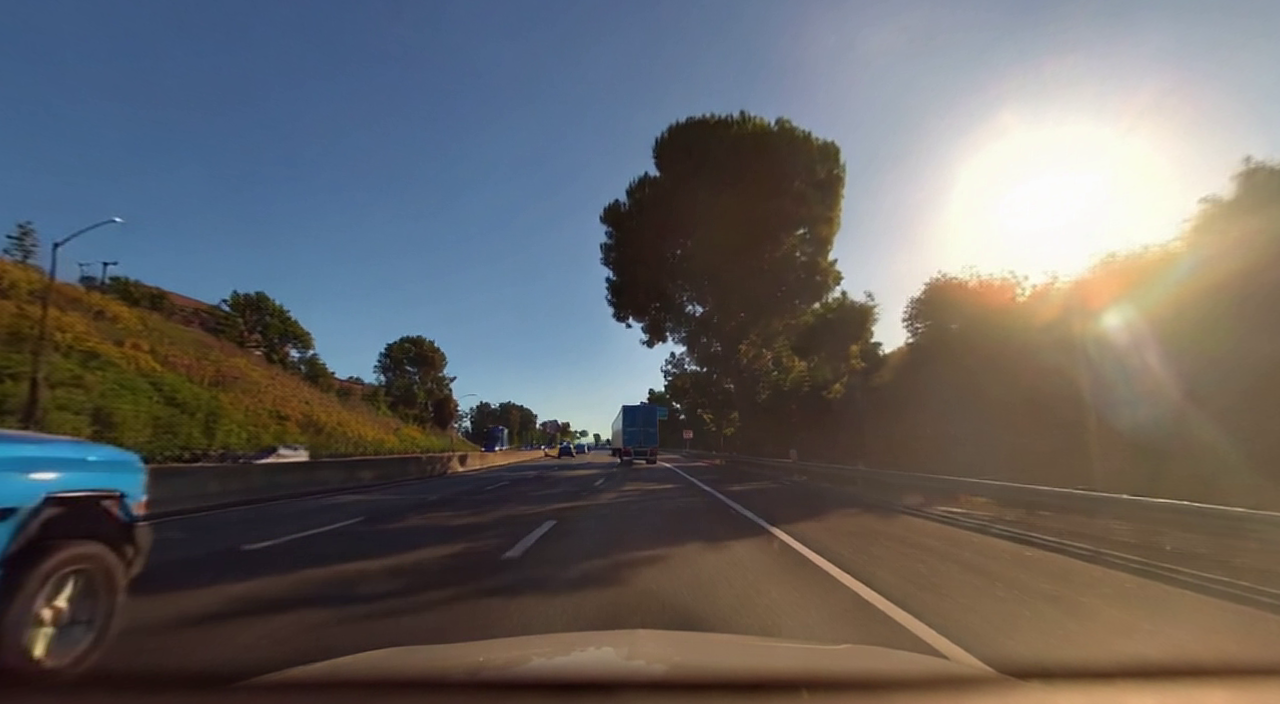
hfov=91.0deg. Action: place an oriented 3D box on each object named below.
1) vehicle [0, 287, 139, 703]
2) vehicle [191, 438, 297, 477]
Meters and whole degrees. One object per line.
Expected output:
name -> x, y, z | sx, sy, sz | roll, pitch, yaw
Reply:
vehicle -> -3.604, 0.374, 0.949 | 2.044, 1.740, 4.361 | 0, -9, 0
vehicle -> -16.801, 4.470, 26.995 | 1.856, 1.524, 4.100 | 0, -8, 0
